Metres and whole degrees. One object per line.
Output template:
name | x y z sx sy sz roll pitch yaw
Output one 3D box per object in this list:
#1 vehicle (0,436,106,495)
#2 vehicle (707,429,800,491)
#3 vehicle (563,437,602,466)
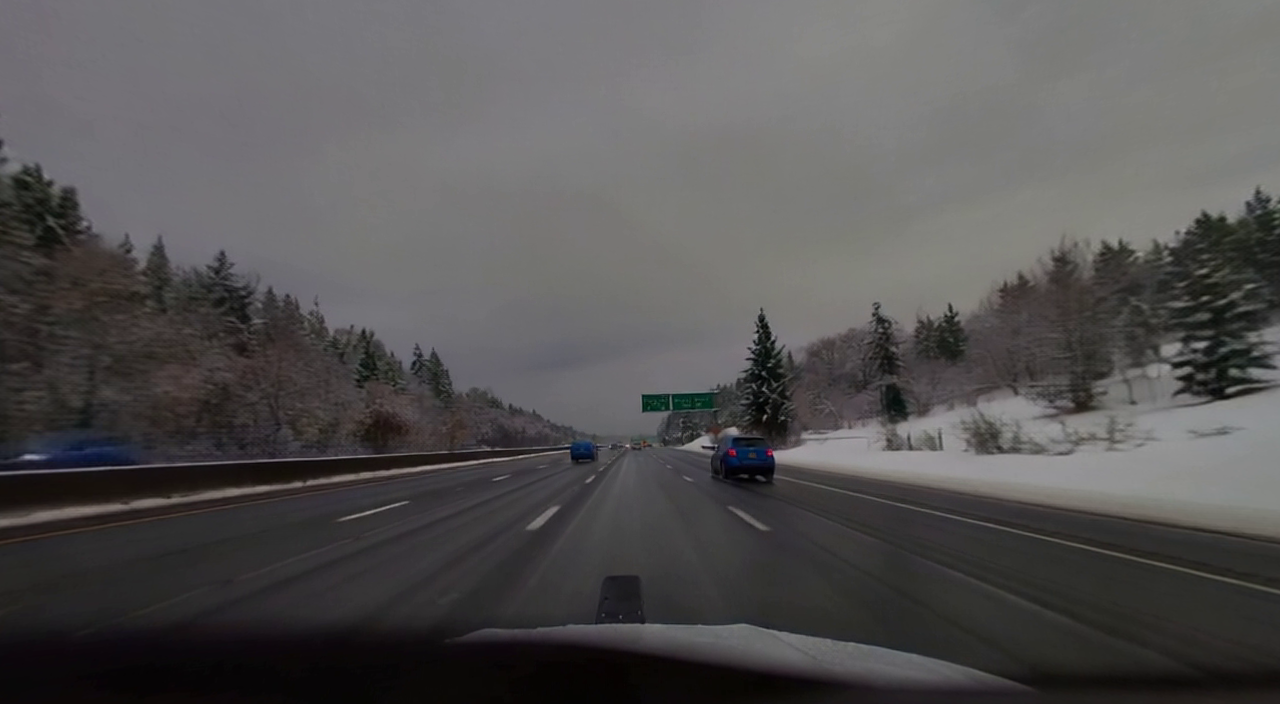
vehicle | -21.489 3.857 21.729 2.123 1.862 4.696 0 -9 -1
vehicle | 3.438 3.377 19.965 2.053 1.714 4.097 0 -9 -1
vehicle | -3.770 6.605 42.072 2.173 1.793 4.564 0 -9 0
